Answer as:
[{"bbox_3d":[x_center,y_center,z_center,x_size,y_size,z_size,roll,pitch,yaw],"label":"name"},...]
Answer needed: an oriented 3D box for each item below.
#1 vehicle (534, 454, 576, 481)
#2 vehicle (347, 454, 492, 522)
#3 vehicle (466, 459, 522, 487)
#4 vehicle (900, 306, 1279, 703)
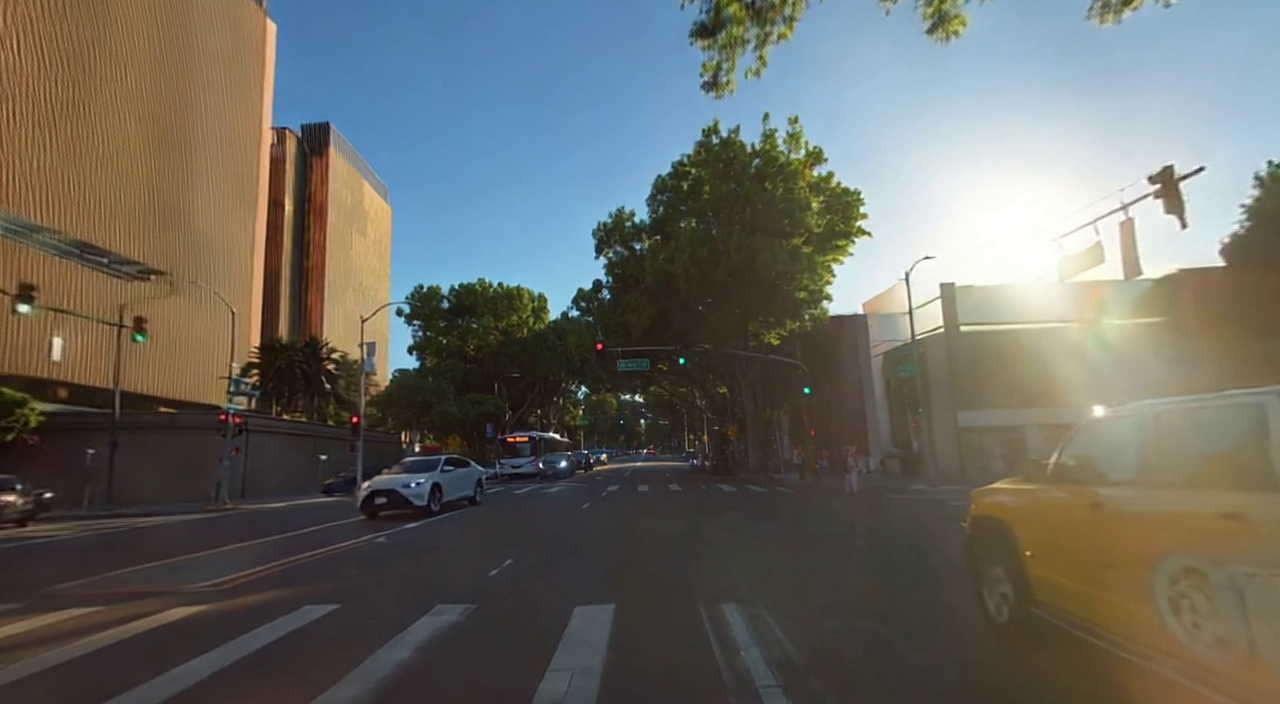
[{"bbox_3d":[-5.407,7.422,40.707,1.997,1.610,4.144,0,-9,2],"label":"vehicle"},{"bbox_3d":[-5.532,3.449,16.637,1.956,1.457,4.958,0,-9,1],"label":"vehicle"},{"bbox_3d":[-8.950,7.440,39.046,2.003,1.489,4.656,-1,-9,4],"label":"vehicle"},{"bbox_3d":[3.296,0.852,2.707,2.118,1.848,5.426,0,-9,1],"label":"vehicle"}]
